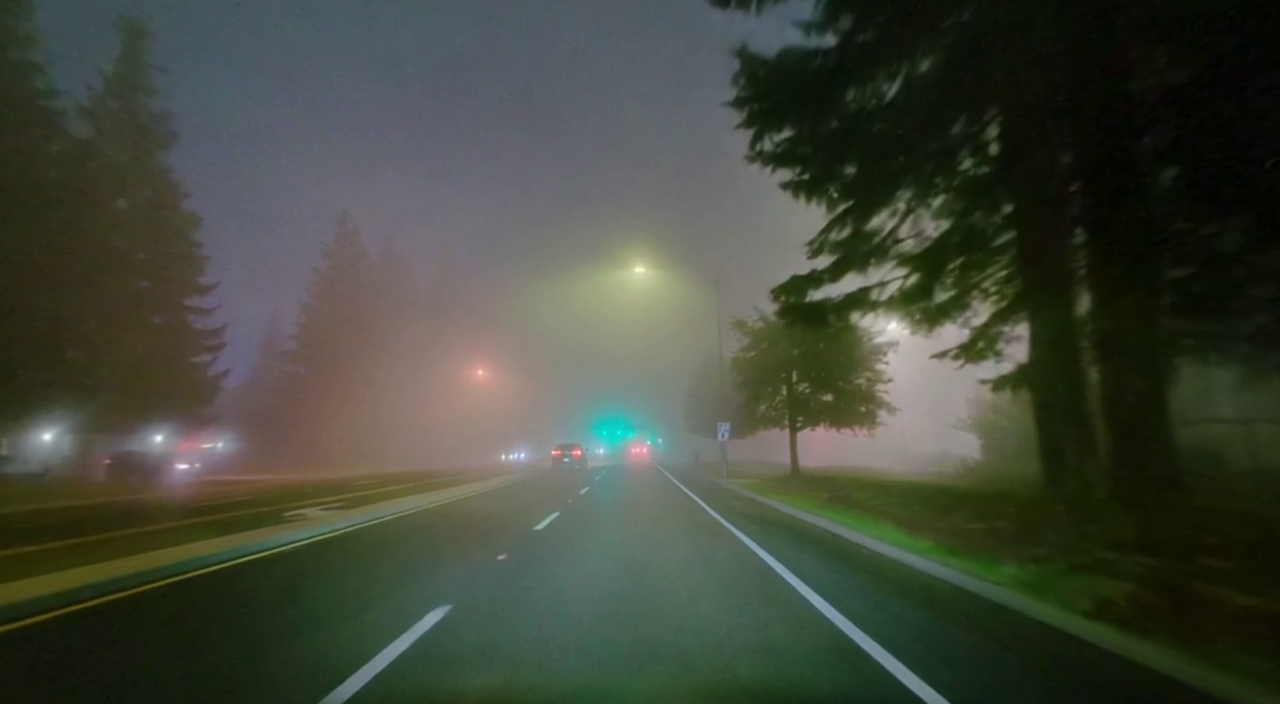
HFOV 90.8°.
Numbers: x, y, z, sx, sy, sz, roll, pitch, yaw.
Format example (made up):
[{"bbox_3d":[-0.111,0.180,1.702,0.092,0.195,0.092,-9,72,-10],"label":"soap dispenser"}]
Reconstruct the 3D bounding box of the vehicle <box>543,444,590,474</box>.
[{"bbox_3d":[-3.746,5.510,32.871,1.992,1.447,4.044,1,-8,0],"label":"vehicle"}]

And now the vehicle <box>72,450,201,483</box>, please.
[{"bbox_3d":[-24.648,5.620,31.090,4.454,1.524,1.859,2,-9,-11],"label":"vehicle"}]
